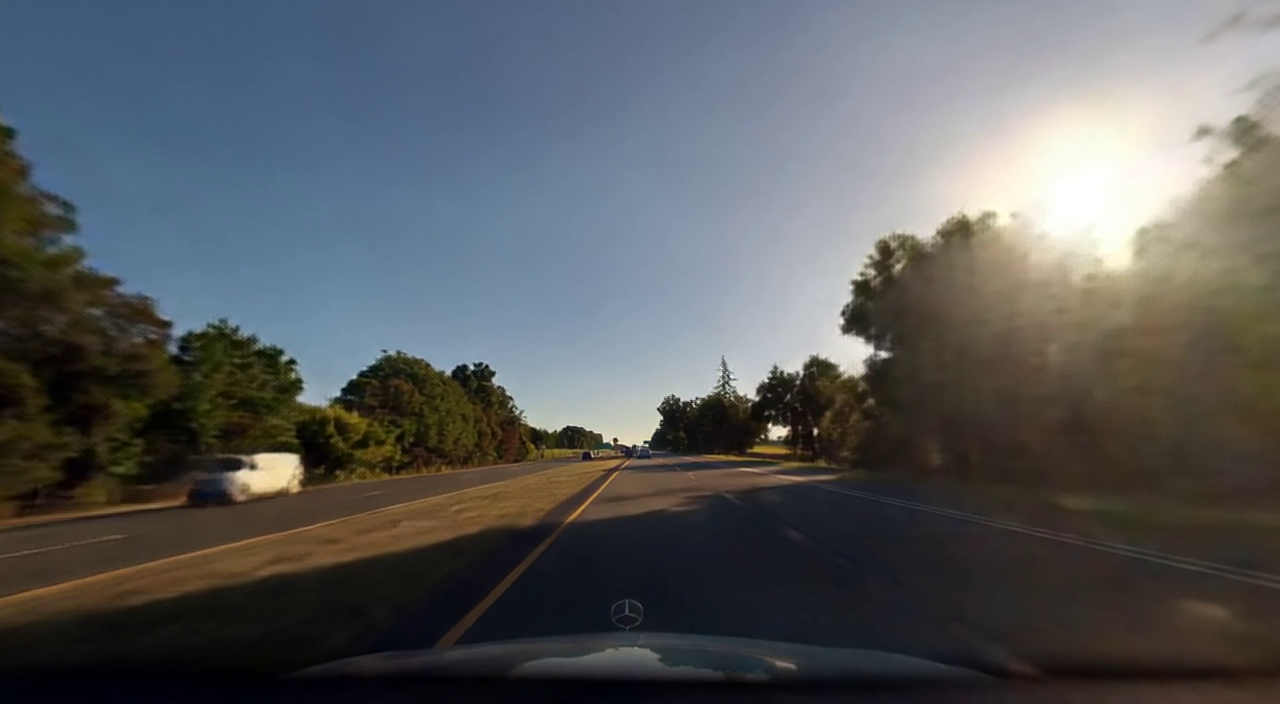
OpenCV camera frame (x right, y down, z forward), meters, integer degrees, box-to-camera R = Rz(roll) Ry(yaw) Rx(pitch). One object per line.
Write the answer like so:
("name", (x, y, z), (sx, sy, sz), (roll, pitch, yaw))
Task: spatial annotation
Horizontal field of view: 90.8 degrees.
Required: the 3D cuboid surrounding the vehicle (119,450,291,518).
("vehicle", (-14.005, 4.222, 20.810), (2.127, 1.936, 4.888), (0, -9, 0))
